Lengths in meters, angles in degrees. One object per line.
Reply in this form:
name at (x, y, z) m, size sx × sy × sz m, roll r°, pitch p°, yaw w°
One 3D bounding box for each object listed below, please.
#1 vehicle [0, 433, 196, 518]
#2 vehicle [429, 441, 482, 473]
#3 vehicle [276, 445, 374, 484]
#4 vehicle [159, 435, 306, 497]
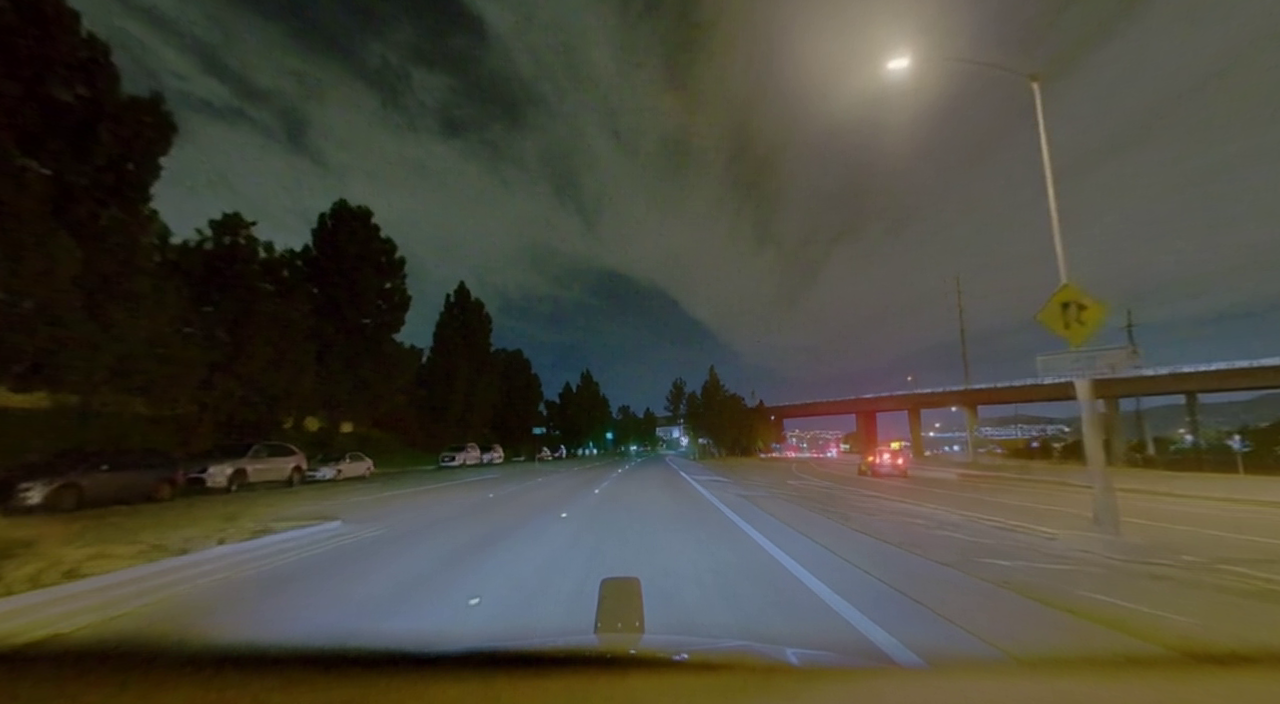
vehicle at (-13.376, 2.888, 15.367) m, size 1.903 × 1.703 × 4.346 m, roll 2°, pitch -9°, yaw 0°
vehicle at (-12.815, 7.311, 44.247) m, size 2.136 × 2.016 × 5.354 m, roll 2°, pitch -9°, yaw -1°
vehicle at (-13.513, 4.900, 27.449) m, size 1.847 × 1.498 × 4.368 m, roll 1°, pitch -10°, yaw 2°
vehicle at (-13.533, 3.784, 21.383) m, size 1.886 × 1.801 × 4.337 m, roll 2°, pitch -8°, yaw 3°
